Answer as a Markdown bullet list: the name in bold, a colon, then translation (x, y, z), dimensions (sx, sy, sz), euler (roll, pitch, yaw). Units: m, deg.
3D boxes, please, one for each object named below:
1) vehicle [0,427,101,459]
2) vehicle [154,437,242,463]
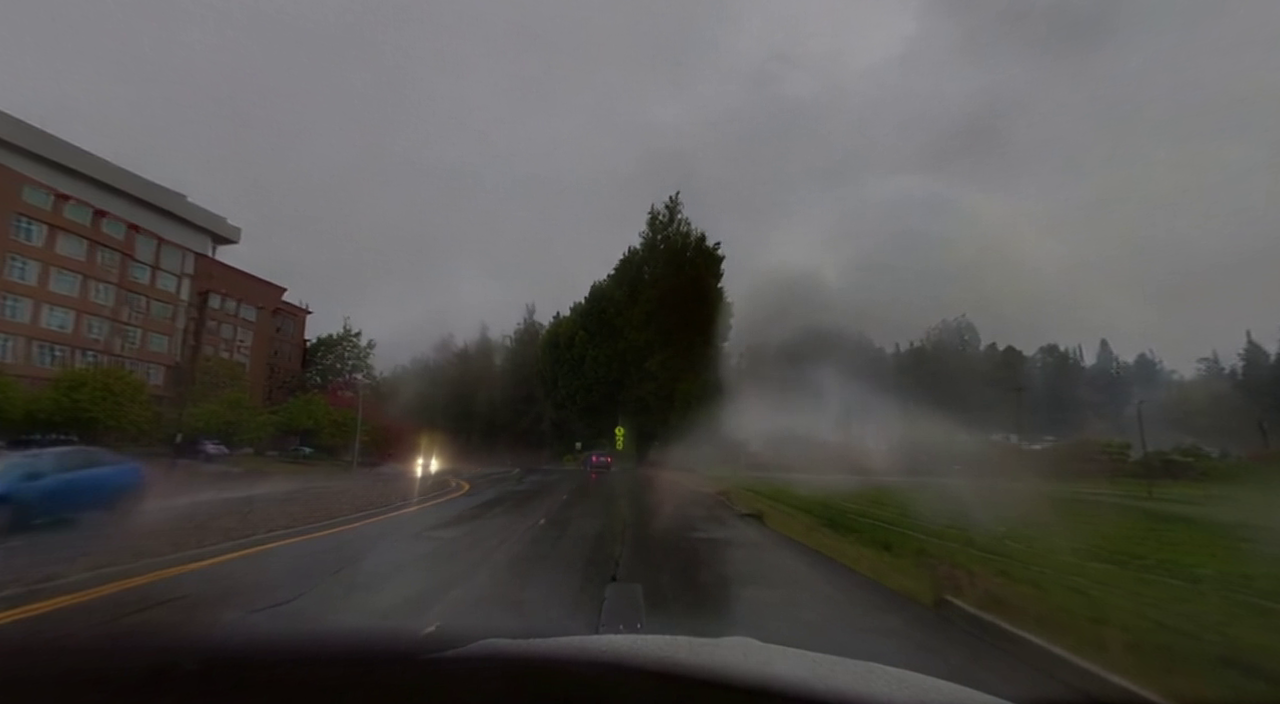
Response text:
- **vehicle**: translation (-33.237, 5.128, 35.393), dimensions (4.506, 1.654, 2.239), euler (-3, -9, 13)
- **vehicle**: translation (-30.452, 6.729, 43.527), dimensions (4.816, 1.696, 2.323), euler (-3, -9, 16)
